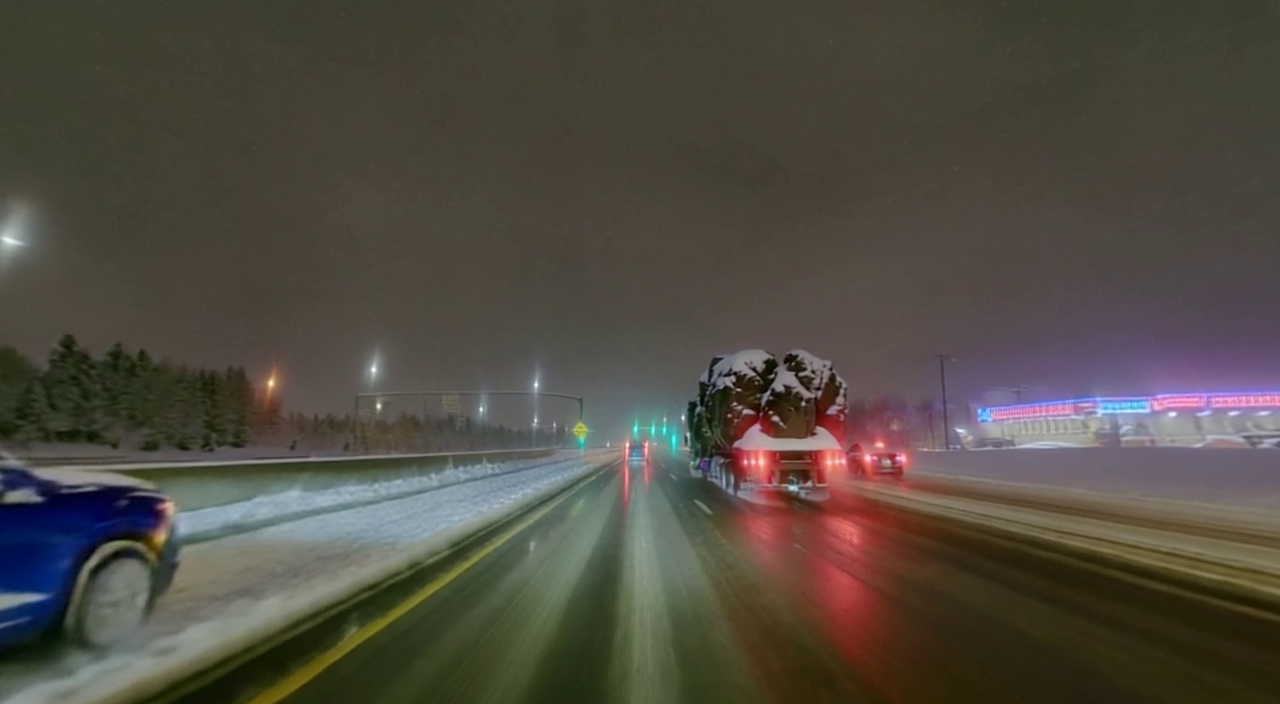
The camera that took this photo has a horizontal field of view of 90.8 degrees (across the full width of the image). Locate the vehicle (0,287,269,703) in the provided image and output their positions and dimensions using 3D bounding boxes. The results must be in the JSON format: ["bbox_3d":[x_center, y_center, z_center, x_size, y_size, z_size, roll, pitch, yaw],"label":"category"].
[{"bbox_3d":[-3.389,0.563,1.419,2.229,1.806,4.698,0,-8,0],"label":"vehicle"}]

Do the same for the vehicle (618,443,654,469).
[{"bbox_3d":[-0.212,5.908,36.107,1.929,1.395,3.999,0,-8,0],"label":"vehicle"}]

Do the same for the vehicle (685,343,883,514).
[{"bbox_3d":[3.176,2.273,17.808,2.934,3.325,10.986,0,-8,0],"label":"vehicle"}]

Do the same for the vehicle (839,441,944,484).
[{"bbox_3d":[9.421,4.163,24.159,2.105,1.494,4.537,0,-8,0],"label":"vehicle"}]
